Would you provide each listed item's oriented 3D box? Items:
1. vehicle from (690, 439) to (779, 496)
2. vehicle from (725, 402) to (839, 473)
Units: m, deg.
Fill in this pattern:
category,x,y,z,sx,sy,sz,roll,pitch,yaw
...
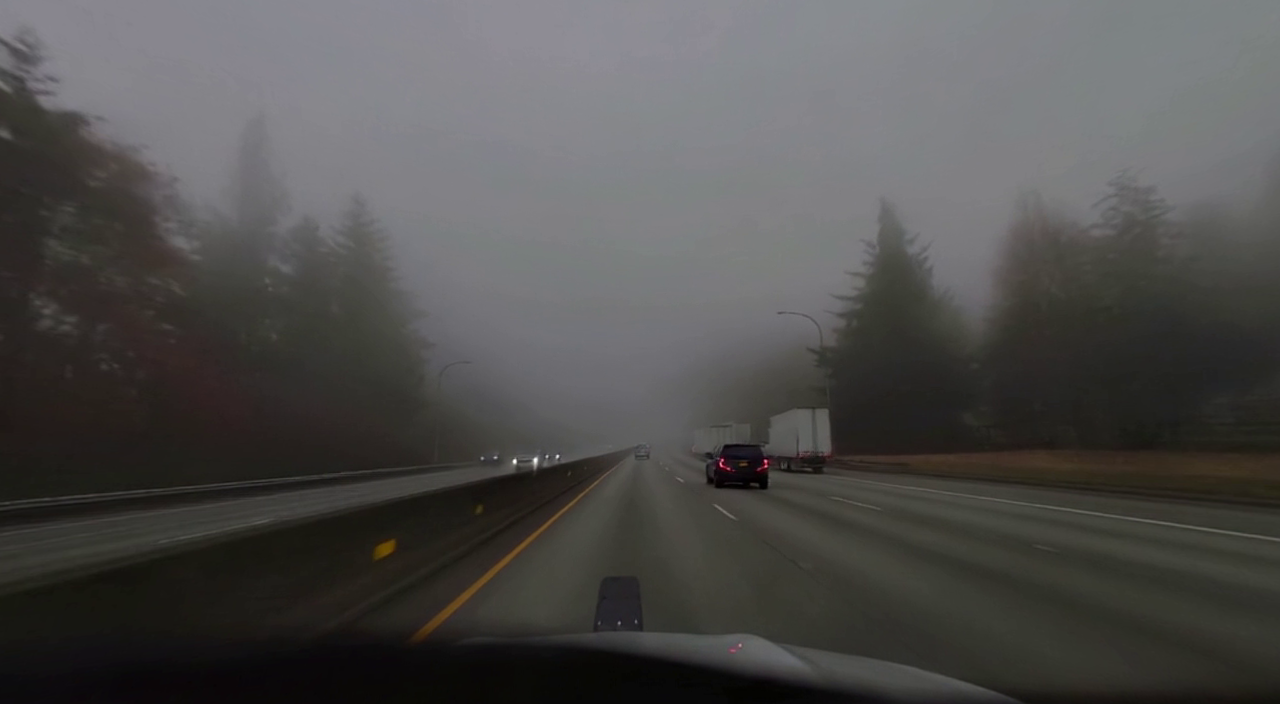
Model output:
category,x,y,z,sx,sy,sz,roll,pitch,yaw
vehicle,2.947,3.761,20.866,2.123,1.620,4.959,0,-9,-1
vehicle,7.031,4.615,33.129,3.536,3.160,9.428,0,-9,-2
